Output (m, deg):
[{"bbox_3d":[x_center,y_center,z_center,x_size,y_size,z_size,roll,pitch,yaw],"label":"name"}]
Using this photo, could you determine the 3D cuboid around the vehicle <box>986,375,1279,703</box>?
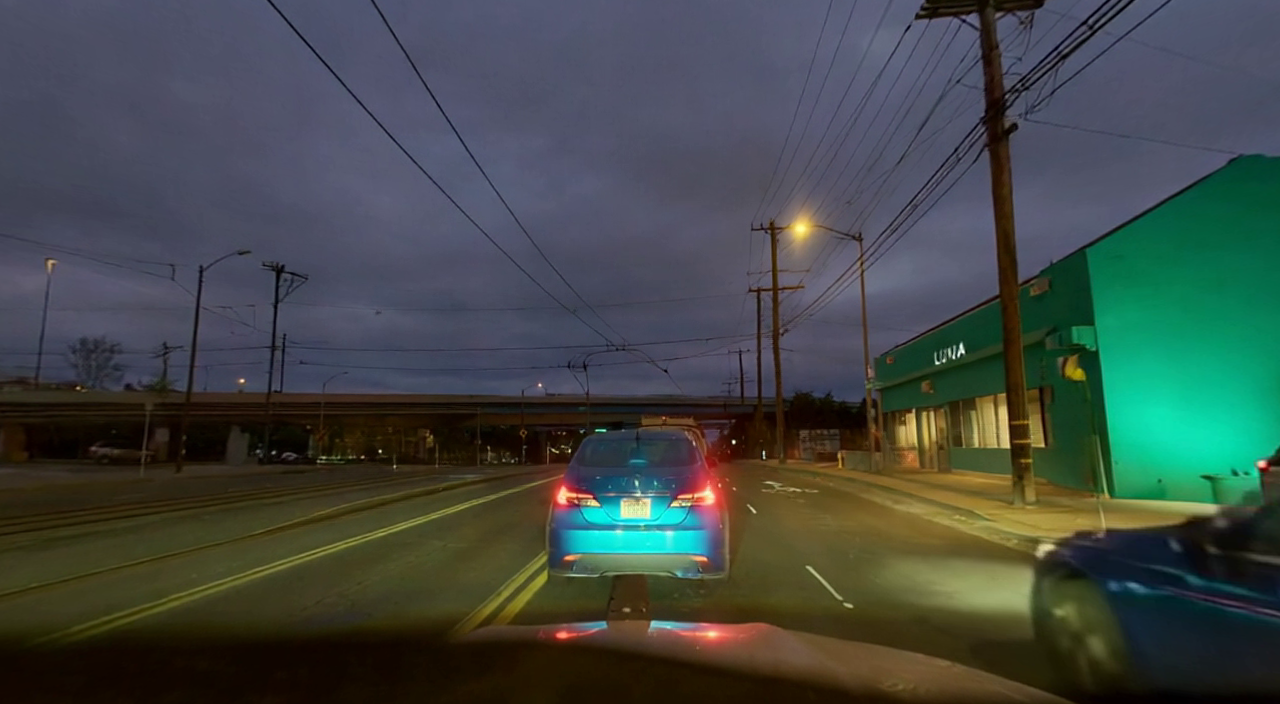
[{"bbox_3d":[2.879,0.768,1.563,1.948,1.490,4.405,-1,-9,7],"label":"vehicle"}]

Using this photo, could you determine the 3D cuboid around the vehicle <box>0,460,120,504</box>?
[{"bbox_3d":[-21.933,4.674,22.838,4.566,1.453,1.935,-1,-9,5],"label":"vehicle"}]

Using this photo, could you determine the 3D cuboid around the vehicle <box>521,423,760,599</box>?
[{"bbox_3d":[0.087,1.702,7.607,2.090,1.518,4.033,-1,-9,3],"label":"vehicle"}]
